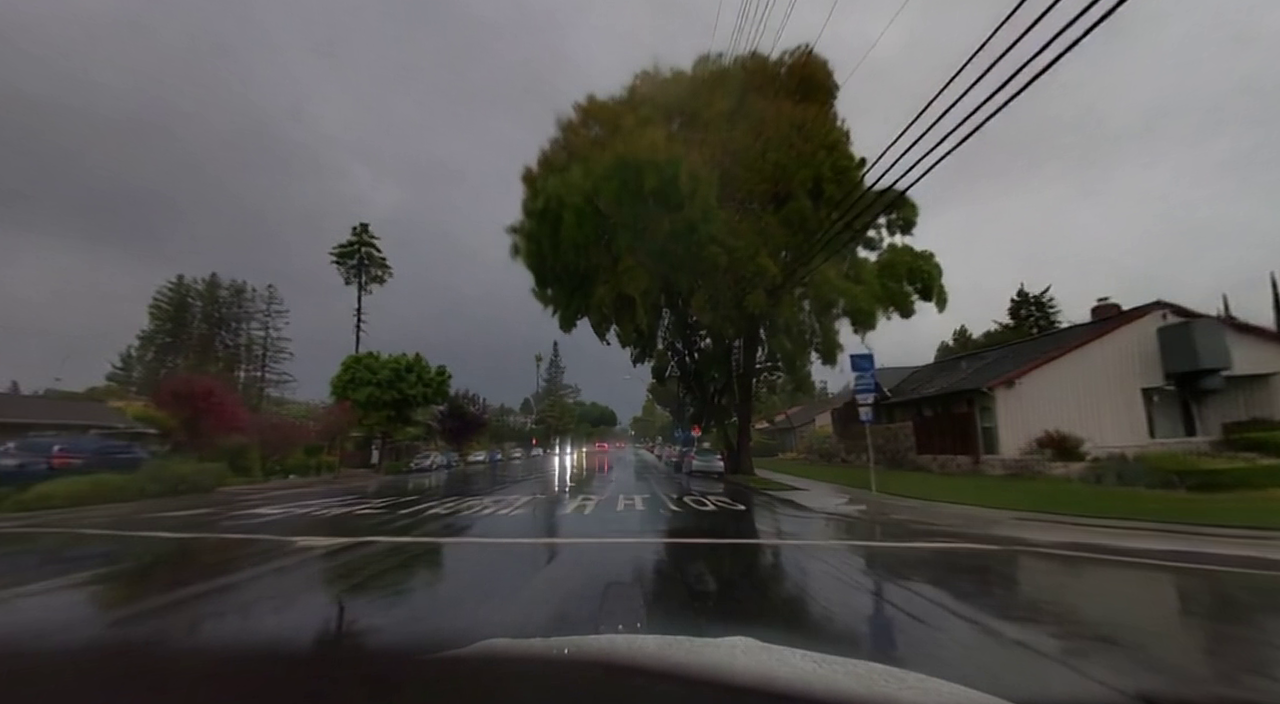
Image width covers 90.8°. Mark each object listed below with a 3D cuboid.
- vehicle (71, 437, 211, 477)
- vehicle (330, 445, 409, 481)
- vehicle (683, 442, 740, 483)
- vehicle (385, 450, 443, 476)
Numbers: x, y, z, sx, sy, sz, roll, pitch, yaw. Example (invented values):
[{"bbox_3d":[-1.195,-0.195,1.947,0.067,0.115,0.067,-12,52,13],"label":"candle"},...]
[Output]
[{"bbox_3d":[-22.544,4.756,28.694,4.612,1.736,1.951,0,-9,-1],"label":"vehicle"},{"bbox_3d":[-14.152,5.822,33.400,1.913,1.745,4.992,0,-9,1],"label":"vehicle"},{"bbox_3d":[3.270,5.145,29.734,2.045,1.746,4.564,0,-9,-1],"label":"vehicle"},{"bbox_3d":[-14.092,6.898,39.661,1.887,1.490,4.656,0,-9,0],"label":"vehicle"}]
